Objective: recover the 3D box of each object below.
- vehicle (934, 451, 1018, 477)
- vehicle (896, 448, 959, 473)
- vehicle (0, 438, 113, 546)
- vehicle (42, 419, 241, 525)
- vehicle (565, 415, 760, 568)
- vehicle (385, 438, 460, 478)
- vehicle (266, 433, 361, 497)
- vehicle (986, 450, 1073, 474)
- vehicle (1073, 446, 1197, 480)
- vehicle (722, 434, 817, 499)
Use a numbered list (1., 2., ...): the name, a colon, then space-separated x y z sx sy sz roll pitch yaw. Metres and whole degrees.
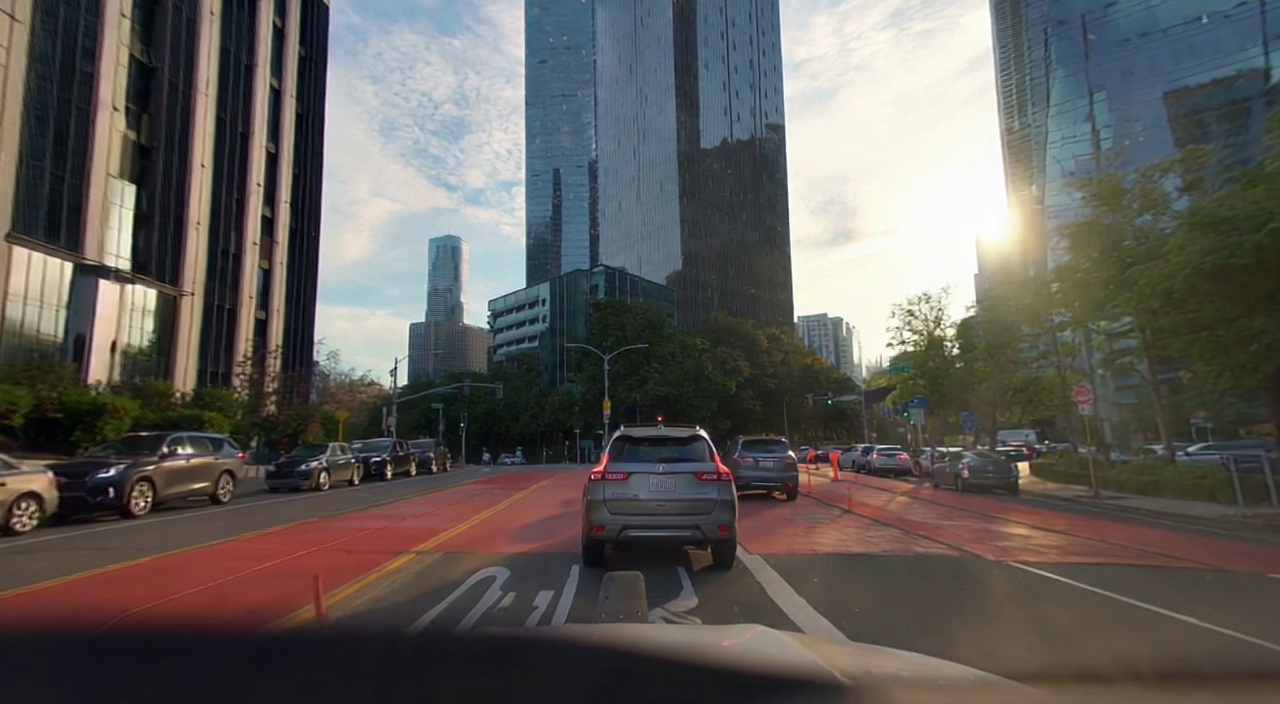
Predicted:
1. vehicle: 23.900 7.924 45.030 4.956 1.706 1.822 -6 -10 34
2. vehicle: 22.652 8.529 49.815 4.211 1.820 2.094 -5 -10 33
3. vehicle: -9.962 1.947 8.686 1.844 1.524 4.371 0 -8 -4
4. vehicle: -10.321 2.471 13.459 1.543 1.946 3.454 1 -8 -5
5. vehicle: 0.305 1.884 9.264 2.192 1.695 4.142 0 -8 2
6. vehicle: -11.648 5.691 34.355 2.338 1.963 5.740 0 -8 -3
7. vehicle: -10.947 3.779 21.457 1.559 1.973 3.419 1 -8 -4
8. vehicle: 28.356 7.997 46.048 5.153 1.626 1.895 -6 -10 36
9. vehicle: 31.205 6.976 40.114 5.890 1.996 2.155 -6 -10 35
10. vehicle: 3.881 3.517 19.857 2.143 1.793 4.763 0 -8 3
